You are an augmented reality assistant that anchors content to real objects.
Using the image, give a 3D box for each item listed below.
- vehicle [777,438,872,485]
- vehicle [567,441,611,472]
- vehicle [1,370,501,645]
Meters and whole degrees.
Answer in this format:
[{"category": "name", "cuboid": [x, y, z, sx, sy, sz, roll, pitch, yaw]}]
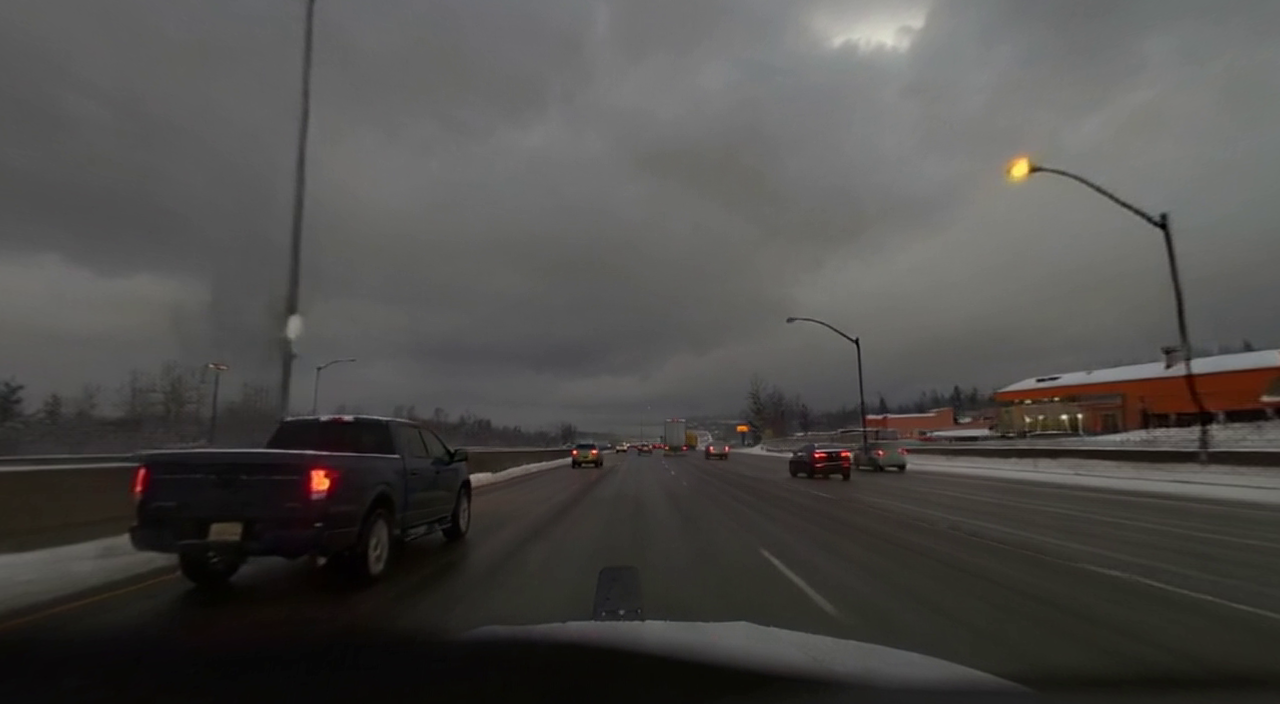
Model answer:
[{"category": "vehicle", "cuboid": [6.407, 3.846, 22.428, 1.980, 1.501, 4.433, 0, -9, -1]}, {"category": "vehicle", "cuboid": [-2.652, 5.497, 33.420, 1.929, 1.521, 4.097, 0, -9, 1]}, {"category": "vehicle", "cuboid": [-3.080, 1.357, 6.513, 2.130, 1.799, 4.583, 0, -9, 1]}]
